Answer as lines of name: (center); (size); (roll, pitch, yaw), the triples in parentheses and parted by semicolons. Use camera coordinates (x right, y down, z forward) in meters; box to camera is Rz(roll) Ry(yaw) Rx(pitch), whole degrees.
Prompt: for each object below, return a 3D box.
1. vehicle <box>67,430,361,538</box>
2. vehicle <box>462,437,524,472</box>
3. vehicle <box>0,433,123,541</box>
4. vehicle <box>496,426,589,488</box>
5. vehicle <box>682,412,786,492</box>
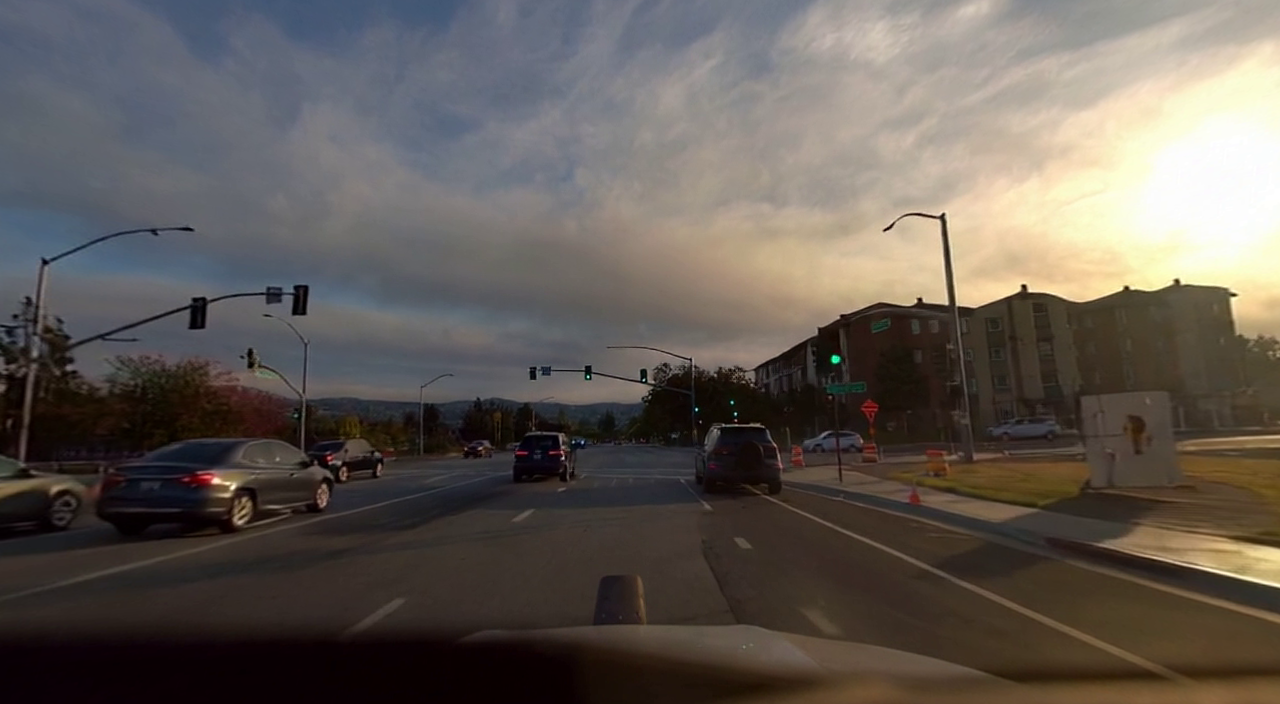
vehicle: (-7.015, 2.191, 11.224); (1.928, 1.488, 4.635); (0, -8, 1)
vehicle: (-6.662, 4.686, 29.076); (1.993, 1.492, 3.666); (0, -8, 0)
vehicle: (-9.864, 1.860, 8.605); (1.874, 1.492, 4.475); (0, -8, 0)
vehicle: (-2.821, 3.144, 19.200); (2.121, 1.654, 3.993); (0, -8, 1)
vehicle: (2.336, 2.638, 16.901); (2.197, 1.835, 4.316); (0, -8, 1)
